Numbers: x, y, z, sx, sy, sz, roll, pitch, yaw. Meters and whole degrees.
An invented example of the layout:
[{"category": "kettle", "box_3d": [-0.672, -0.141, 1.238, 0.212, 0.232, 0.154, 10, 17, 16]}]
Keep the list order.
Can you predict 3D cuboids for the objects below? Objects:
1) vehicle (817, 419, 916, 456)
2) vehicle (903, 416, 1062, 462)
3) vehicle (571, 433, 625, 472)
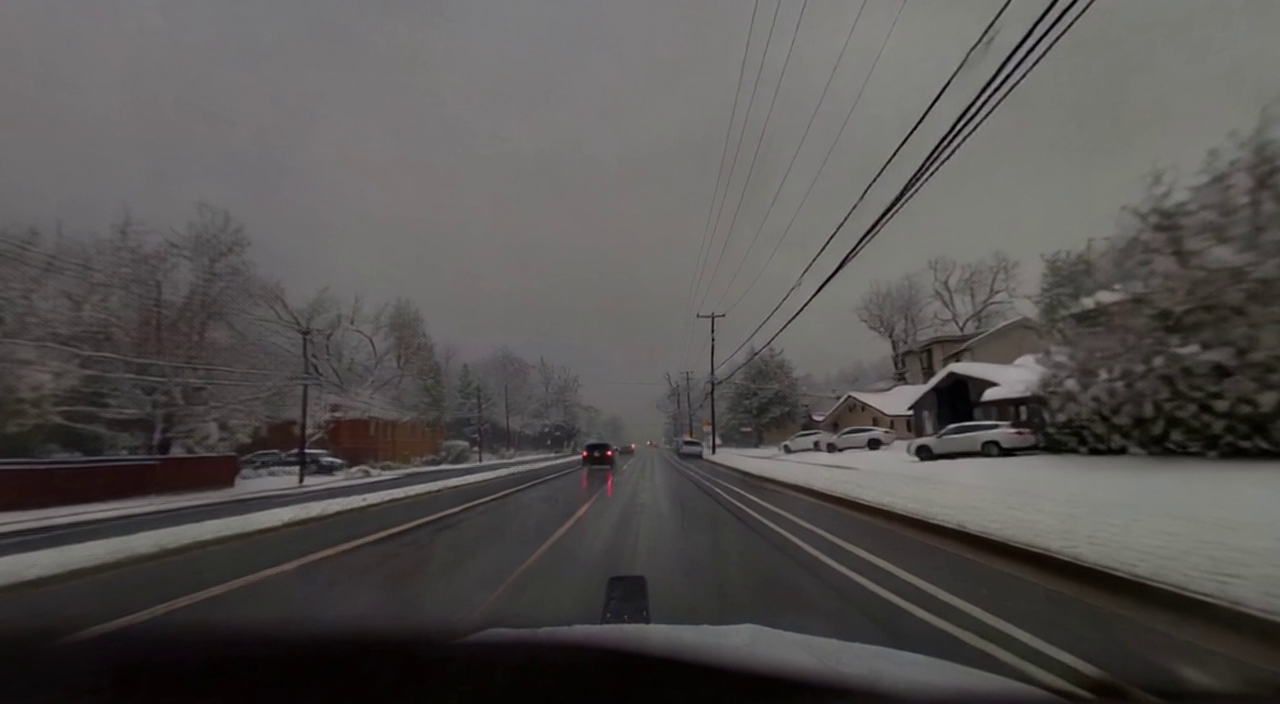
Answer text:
[{"category": "vehicle", "box_3d": [12.543, 4.769, 35.126, 4.719, 1.553, 1.889, -5, -8, 0]}, {"category": "vehicle", "box_3d": [11.986, 3.123, 22.351, 2.212, 1.404, 4.283, 3, -10, -33]}, {"category": "vehicle", "box_3d": [-2.079, 5.218, 32.889, 2.327, 1.861, 4.941, -1, -9, 2]}]
